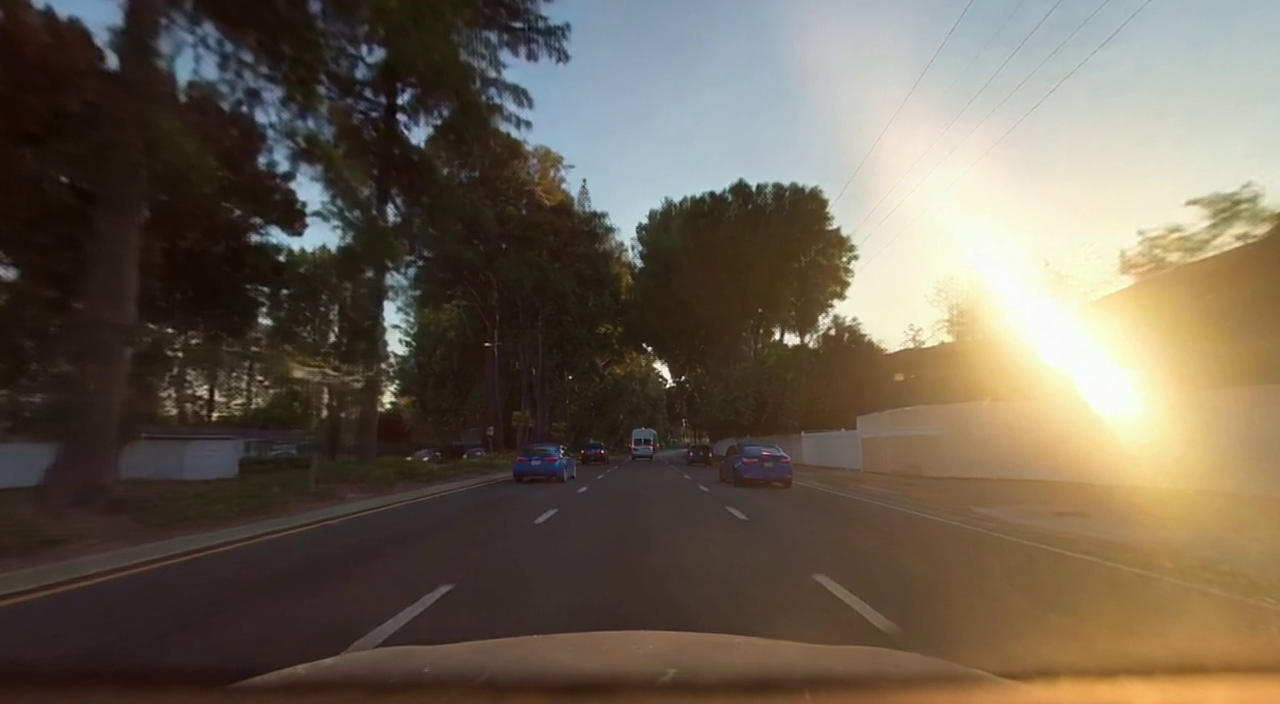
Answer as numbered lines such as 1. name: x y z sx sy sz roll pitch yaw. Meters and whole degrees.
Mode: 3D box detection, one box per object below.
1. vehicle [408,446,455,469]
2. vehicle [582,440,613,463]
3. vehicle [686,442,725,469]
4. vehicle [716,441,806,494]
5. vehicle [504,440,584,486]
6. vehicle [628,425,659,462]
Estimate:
1. vehicle: -13.979 7.084 42.347 1.822 1.461 3.778 0 -8 0
2. vehicle: -3.251 7.720 48.981 2.021 1.715 4.329 0 -8 1
3. vehicle: 4.028 6.404 38.981 1.905 1.520 4.340 1 -8 -1
4. vehicle: 3.615 3.520 19.575 1.945 1.469 4.258 0 -8 0
5. vehicle: -3.311 3.930 22.606 2.036 1.474 4.647 0 -8 2
6. vehicle: 0.328 7.210 49.285 2.311 2.726 5.814 0 -8 1
